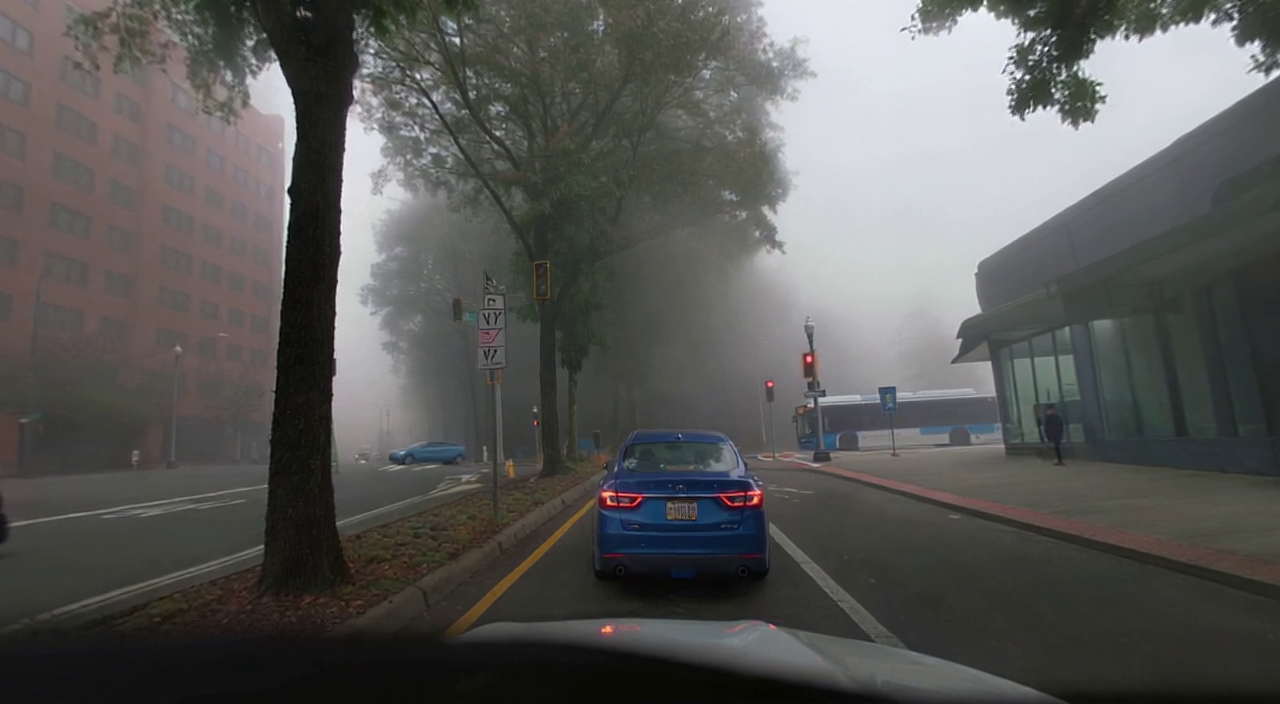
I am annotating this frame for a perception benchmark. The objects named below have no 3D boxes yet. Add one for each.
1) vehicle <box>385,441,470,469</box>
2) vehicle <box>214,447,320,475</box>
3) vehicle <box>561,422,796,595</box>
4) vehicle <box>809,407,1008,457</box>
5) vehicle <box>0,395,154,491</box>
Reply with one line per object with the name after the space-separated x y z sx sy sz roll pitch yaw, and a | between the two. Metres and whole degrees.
-13.212 6.414 39.470 4.561 1.645 1.892 7 -11 -39 | vehicle
-21.244 6.179 36.166 1.883 1.461 4.830 -5 -10 31 | vehicle
0.361 1.631 7.386 2.006 1.470 3.799 0 -8 1 | vehicle
20.532 6.250 49.071 13.811 3.706 2.997 -1 -9 4 | vehicle
-25.954 3.641 25.317 2.692 3.685 10.153 -3 -9 20 | vehicle
